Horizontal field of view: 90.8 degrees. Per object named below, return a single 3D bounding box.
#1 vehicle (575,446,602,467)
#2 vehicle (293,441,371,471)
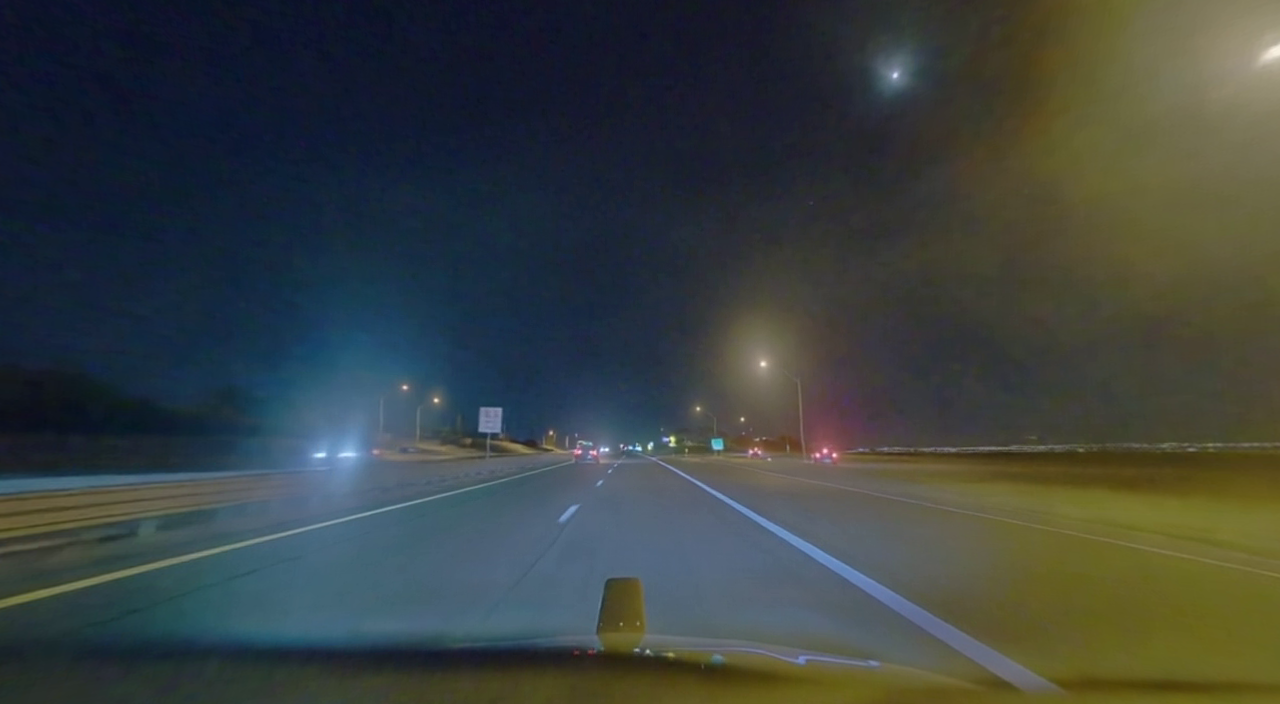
[{"bbox_3d":[-3.874,7.942,48.058,1.835,1.531,3.811,0,-9,-1],"label":"vehicle"},{"bbox_3d":[-16.347,5.563,33.750,1.828,1.476,4.618,0,-9,0],"label":"vehicle"}]
